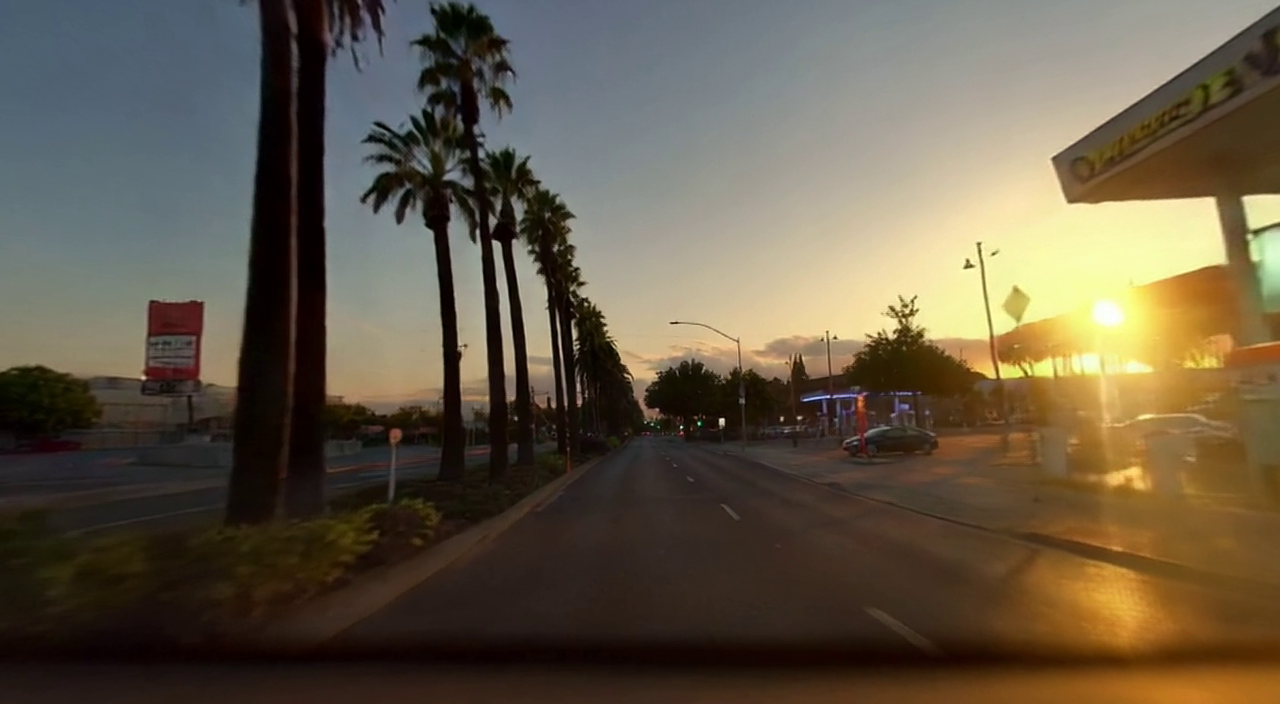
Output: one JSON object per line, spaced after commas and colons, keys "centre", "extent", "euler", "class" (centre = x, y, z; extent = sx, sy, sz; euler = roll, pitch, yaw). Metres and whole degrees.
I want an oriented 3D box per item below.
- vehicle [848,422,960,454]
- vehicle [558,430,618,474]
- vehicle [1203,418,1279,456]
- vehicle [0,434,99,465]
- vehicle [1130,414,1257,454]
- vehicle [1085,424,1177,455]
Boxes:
{"centre": [14.615, 4.812, 35.150], "extent": [5.317, 1.700, 1.901], "euler": [0, -8, 0], "class": "vehicle"}
{"centre": [-2.132, 3.884, 24.788], "extent": [2.073, 1.525, 4.809], "euler": [1, -8, -8], "class": "vehicle"}
{"centre": [28.644, 3.859, 28.609], "extent": [4.377, 1.633, 1.834], "euler": [0, -8, 1], "class": "vehicle"}
{"centre": [-42.724, 6.970, 45.332], "extent": [5.483, 2.119, 2.194], "euler": [1, -9, -6], "class": "vehicle"}
{"centre": [27.091, 4.037, 31.024], "extent": [4.381, 1.892, 1.942], "euler": [0, -8, -2], "class": "vehicle"}
{"centre": [27.478, 4.932, 35.424], "extent": [3.685, 1.459, 1.685], "euler": [3, -12, 1], "class": "vehicle"}
